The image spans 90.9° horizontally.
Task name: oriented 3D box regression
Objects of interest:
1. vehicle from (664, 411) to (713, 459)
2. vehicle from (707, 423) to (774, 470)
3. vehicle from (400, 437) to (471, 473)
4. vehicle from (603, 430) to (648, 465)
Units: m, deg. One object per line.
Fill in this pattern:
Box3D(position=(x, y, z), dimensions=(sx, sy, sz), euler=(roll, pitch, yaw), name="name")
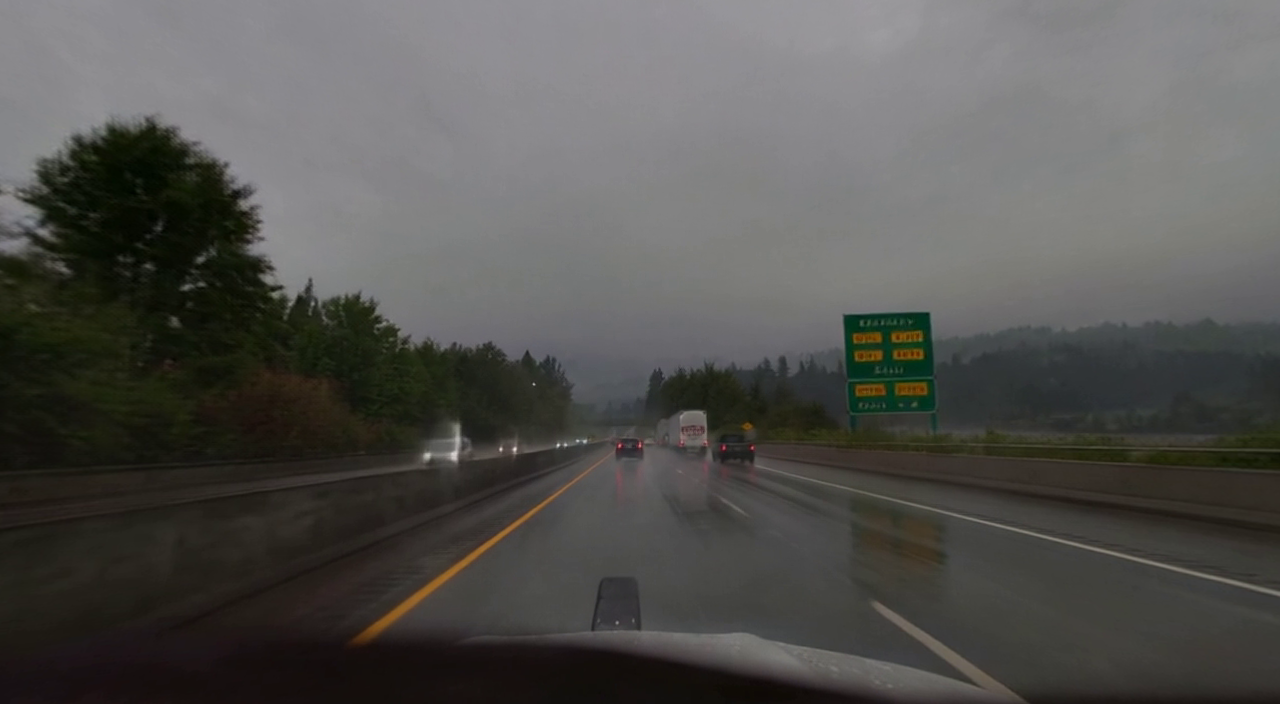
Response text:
Box3D(position=(3.232, 5.822, 44.157), dimensions=(2.728, 3.053, 7.708), euler=(0, -8, 0), name="vehicle")
Box3D(position=(4.318, 4.112, 27.695), dimensions=(2.073, 1.905, 4.023), euler=(0, -8, -3), name="vehicle")
Box3D(position=(-9.487, 4.765, 29.640), dimensions=(1.932, 1.545, 4.168), euler=(0, -8, 0), name="vehicle")
Box3D(position=(-0.747, 4.928, 32.839), dimensions=(2.206, 1.681, 4.111), euler=(0, -8, -1), name="vehicle")
